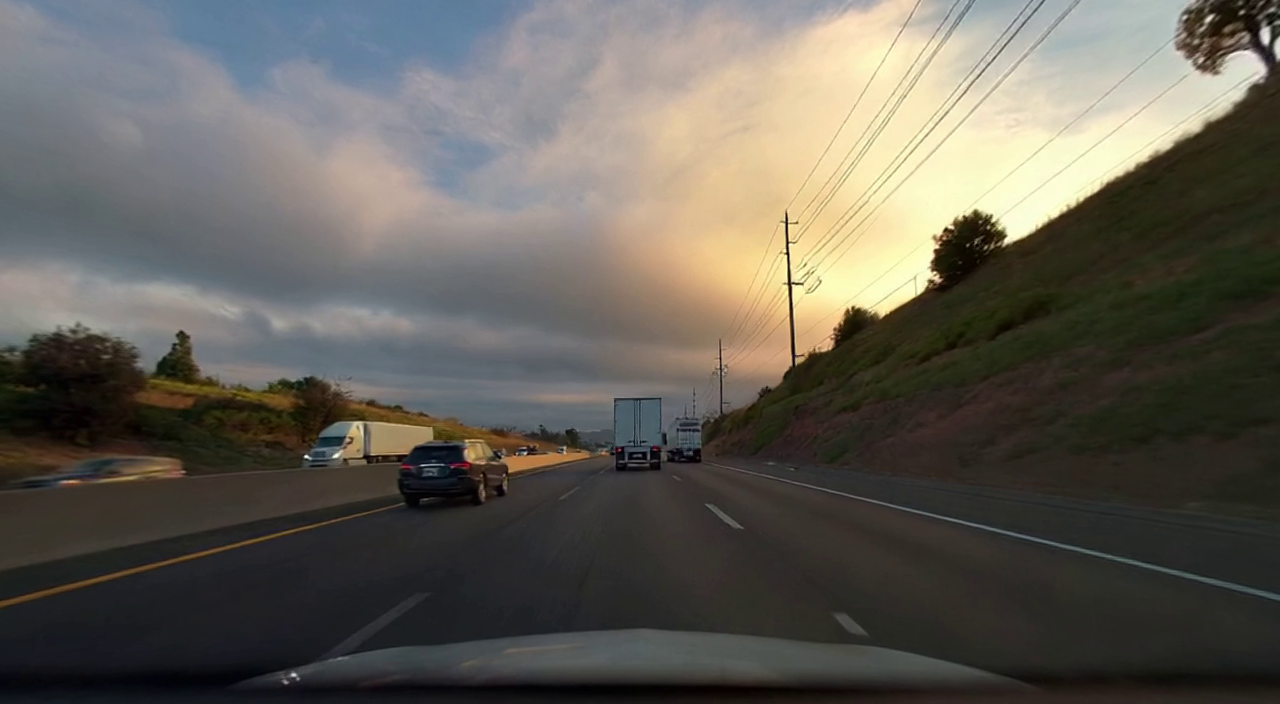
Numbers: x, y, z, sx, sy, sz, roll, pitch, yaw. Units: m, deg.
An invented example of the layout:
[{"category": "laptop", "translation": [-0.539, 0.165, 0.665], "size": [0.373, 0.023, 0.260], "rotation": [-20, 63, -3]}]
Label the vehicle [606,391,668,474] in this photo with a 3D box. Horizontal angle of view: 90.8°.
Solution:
[{"category": "vehicle", "translation": [-0.143, 4.778, 36.420], "size": [2.985, 4.025, 10.982], "rotation": [0, -9, 0]}]

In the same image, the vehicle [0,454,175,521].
[{"category": "vehicle", "translation": [-15.387, 3.568, 17.206], "size": [1.920, 1.529, 4.504], "rotation": [0, -9, 0]}]

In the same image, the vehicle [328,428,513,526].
[{"category": "vehicle", "translation": [-4.220, 2.487, 13.129], "size": [2.170, 1.657, 4.573], "rotation": [0, -9, 0]}]
